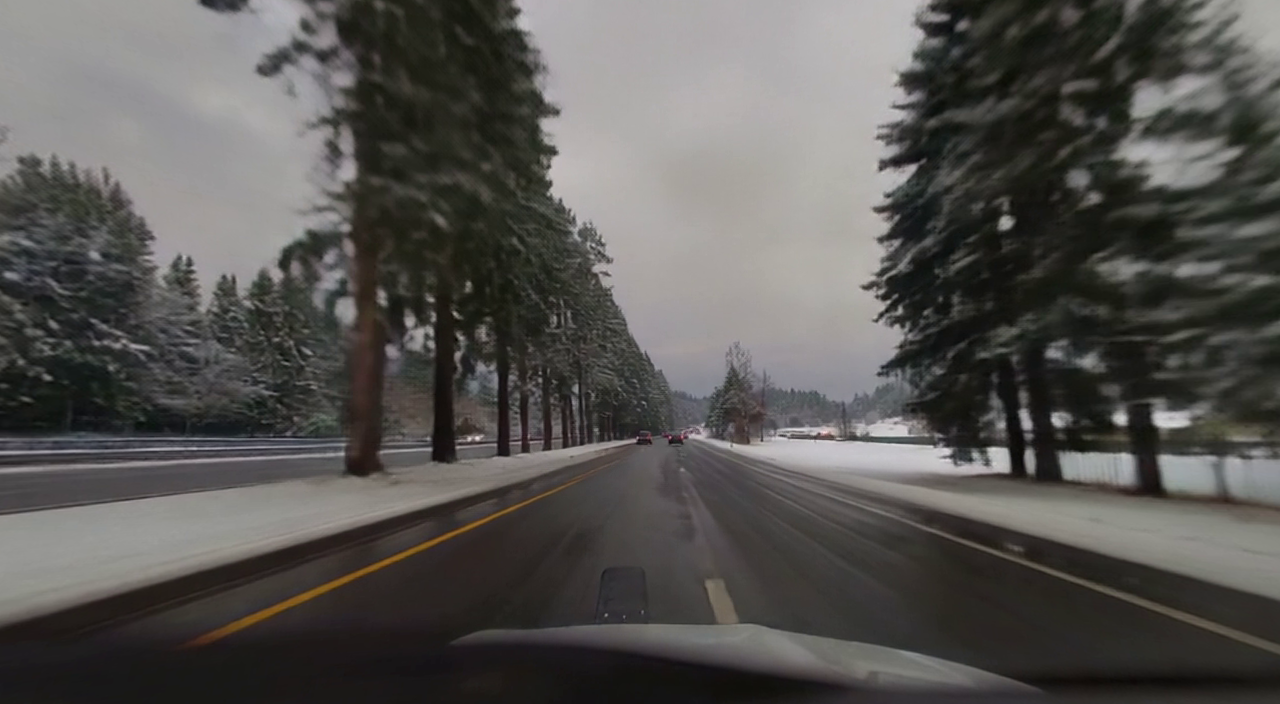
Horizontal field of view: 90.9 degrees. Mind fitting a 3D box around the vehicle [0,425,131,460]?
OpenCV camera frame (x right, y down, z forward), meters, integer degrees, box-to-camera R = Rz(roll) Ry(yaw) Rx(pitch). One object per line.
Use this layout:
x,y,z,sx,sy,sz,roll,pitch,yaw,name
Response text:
-33.738,5.320,37.150,2.354,1.857,5.774,-1,-8,6,vehicle
